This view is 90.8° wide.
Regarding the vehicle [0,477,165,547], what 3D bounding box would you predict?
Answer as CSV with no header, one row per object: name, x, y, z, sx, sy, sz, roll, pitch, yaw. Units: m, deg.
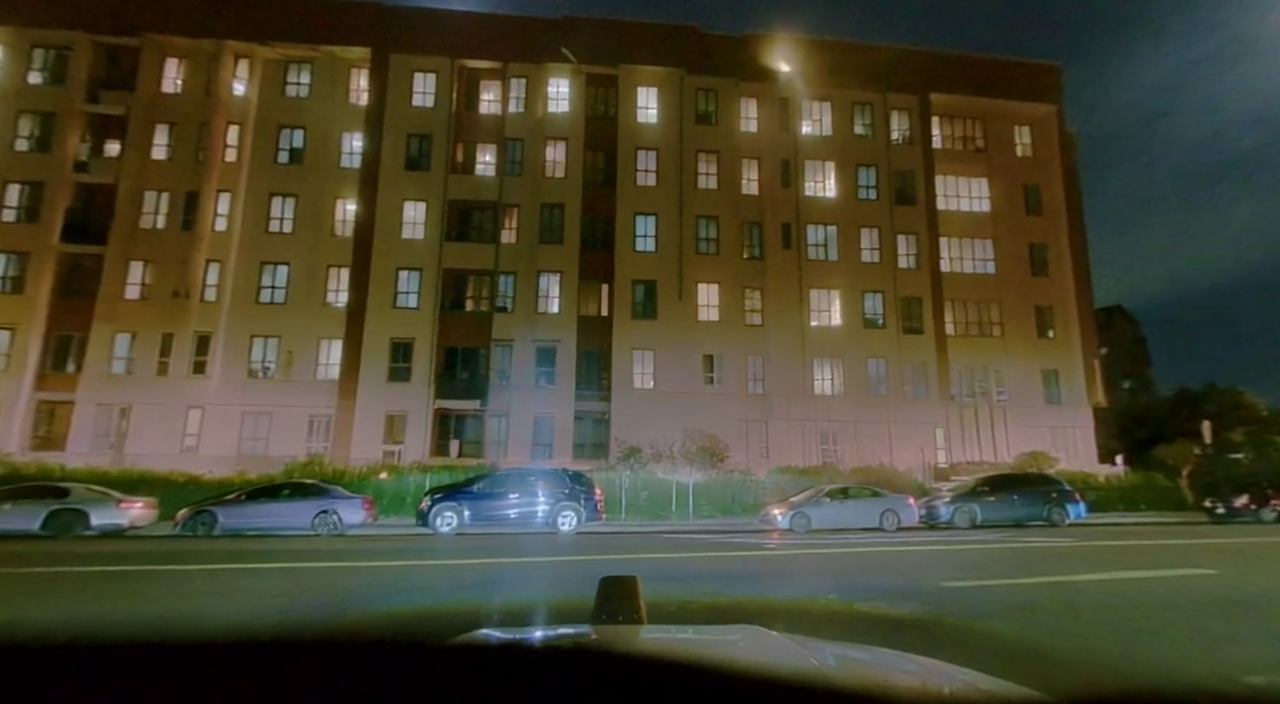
vehicle,-14.367,3.773,15.097,4.336,1.438,1.776,2,-9,-12

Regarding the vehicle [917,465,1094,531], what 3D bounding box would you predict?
vehicle,11.543,4.573,20.102,4.544,1.780,1.966,1,-9,-10

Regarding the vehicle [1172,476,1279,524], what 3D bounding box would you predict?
vehicle,21.082,4.966,21.318,4.728,1.494,1.898,1,-13,-8

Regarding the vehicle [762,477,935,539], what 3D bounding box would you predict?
vehicle,6.127,4.559,18.762,4.521,1.411,1.726,-1,-10,-13

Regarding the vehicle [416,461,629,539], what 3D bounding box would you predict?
vehicle,-3.130,3.958,17.160,5.299,1.860,2.098,2,-13,-14

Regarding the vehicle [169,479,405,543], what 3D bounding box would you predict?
vehicle,-8.758,4.027,16.150,4.851,1.339,1.785,1,-14,-11
